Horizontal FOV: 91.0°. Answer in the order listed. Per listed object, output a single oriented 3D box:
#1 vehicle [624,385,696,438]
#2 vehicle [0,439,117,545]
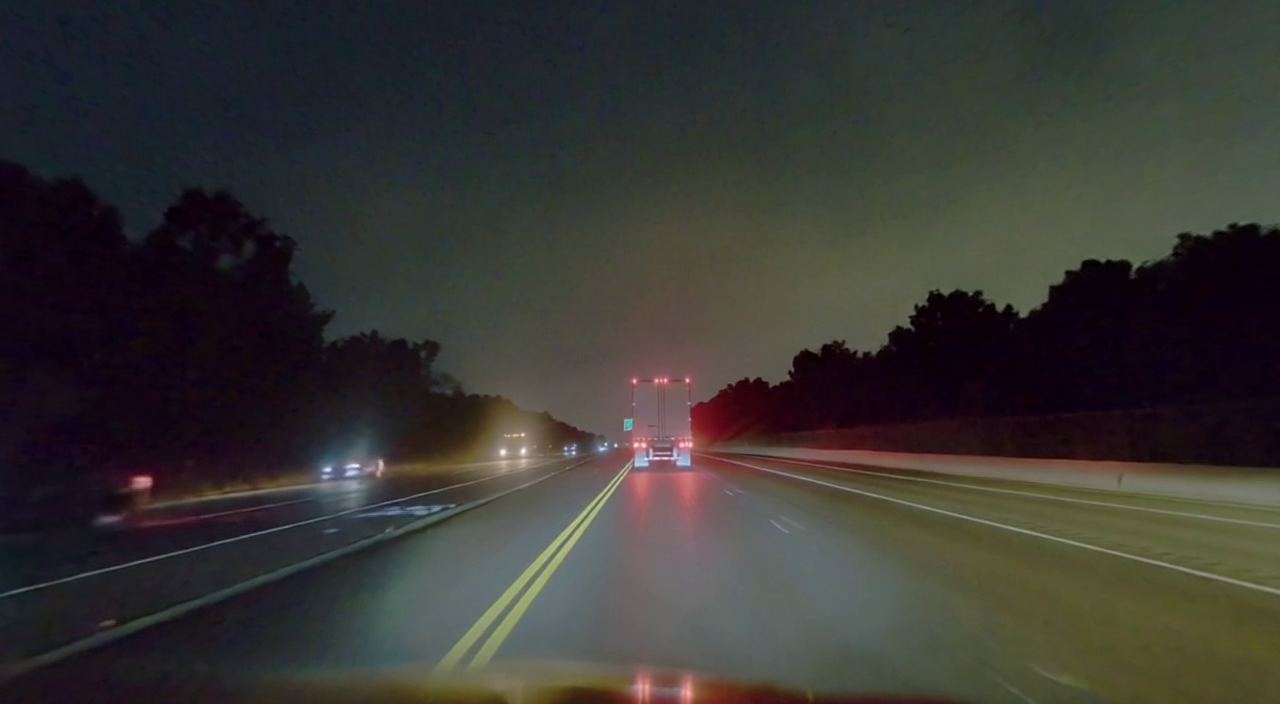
[{"bbox_3d":[0.666,2.493,25.357,2.509,1.890,4.732,0,-8,-3],"label":"vehicle"},{"bbox_3d":[-11.455,2.323,10.468,1.873,1.712,4.097,0,-8,1],"label":"vehicle"}]
